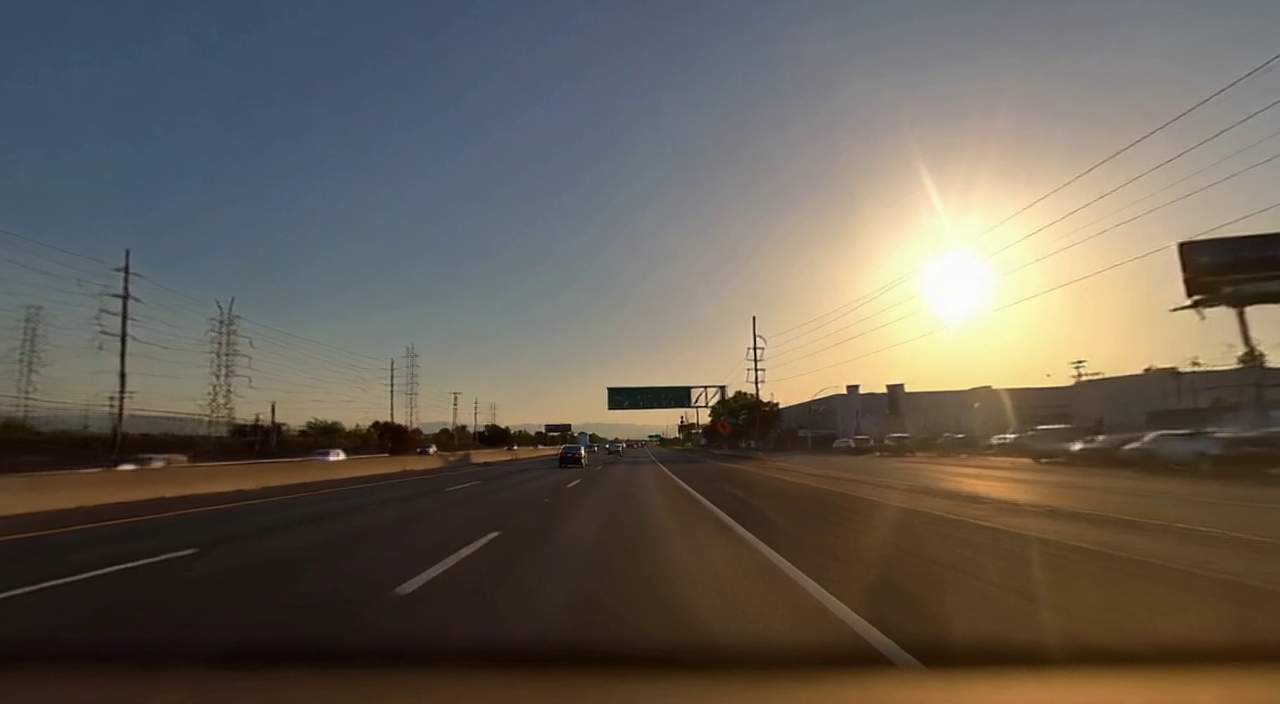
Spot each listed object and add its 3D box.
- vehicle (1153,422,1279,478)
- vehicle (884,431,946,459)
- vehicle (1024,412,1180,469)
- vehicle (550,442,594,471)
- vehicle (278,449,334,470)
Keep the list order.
[{"bbox_3d":[18.954,3.065,19.828,1.758,1.580,4.583,0,-8,-1],"label":"vehicle"},{"bbox_3d":[19.018,6.471,43.944,2.037,1.794,4.897,0,-8,-1],"label":"vehicle"},{"bbox_3d":[18.749,3.686,26.103,2.165,2.077,5.451,0,-8,-1],"label":"vehicle"},{"bbox_3d":[-3.796,5.894,35.912,1.940,1.479,4.545,0,-8,1],"label":"vehicle"},{"bbox_3d":[-25.188,8.116,47.835,1.796,1.482,4.512,0,-8,0],"label":"vehicle"}]
